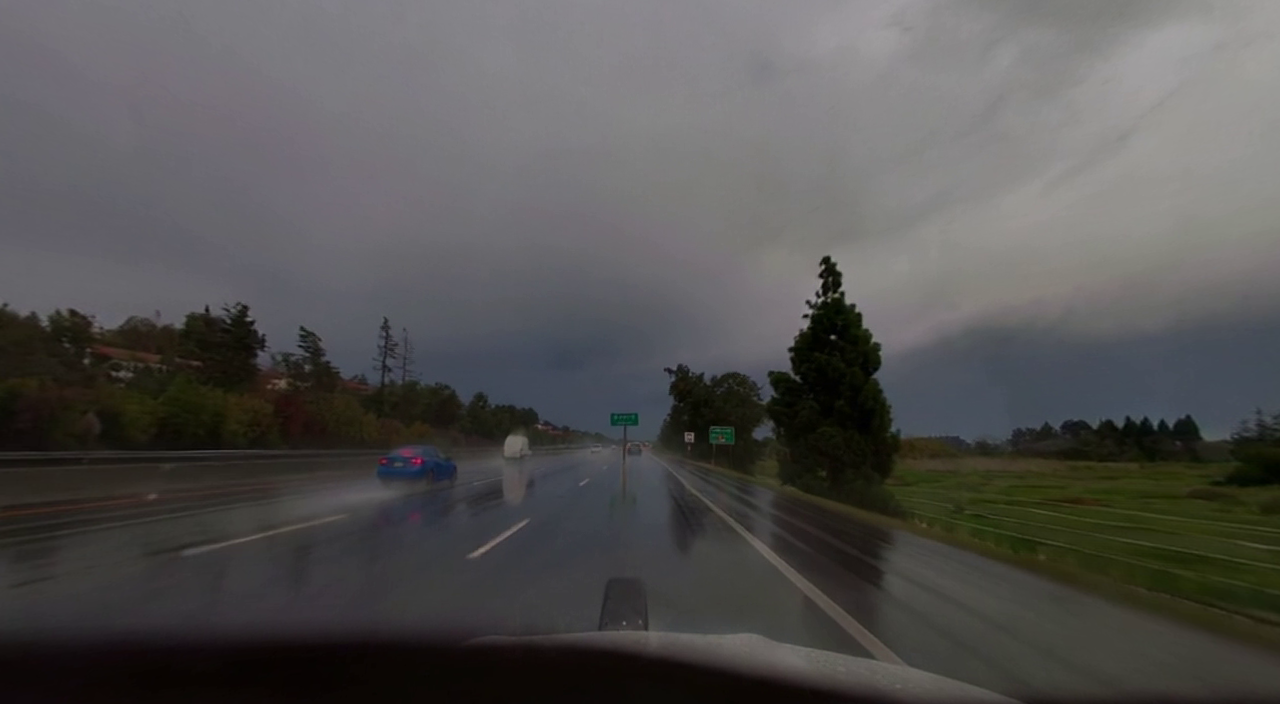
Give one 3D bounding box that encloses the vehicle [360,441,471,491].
[{"bbox_3d":[-7.397,3.778,21.380,1.981,1.486,4.735,0,-8,1],"label":"vehicle"}]
